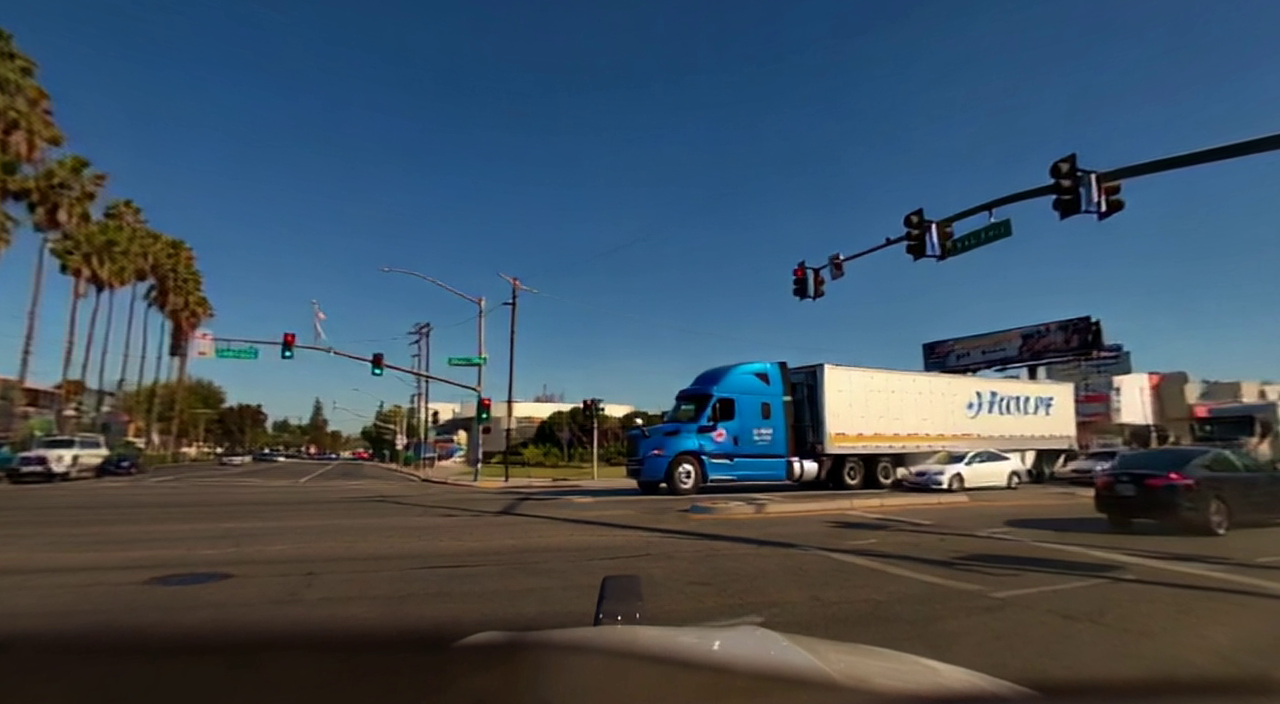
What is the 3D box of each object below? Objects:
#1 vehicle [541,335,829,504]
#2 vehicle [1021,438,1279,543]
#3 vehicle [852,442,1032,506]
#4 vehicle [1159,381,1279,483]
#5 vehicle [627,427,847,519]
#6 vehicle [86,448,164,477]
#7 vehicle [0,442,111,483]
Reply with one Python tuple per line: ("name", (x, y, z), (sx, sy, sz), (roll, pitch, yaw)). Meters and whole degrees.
("vehicle", (1.443, 2.172, 19.330), (8.167, 4.352, 3.029), (4, -9, -24))
("vehicle", (9.434, 2.301, 11.079), (5.114, 1.492, 2.040), (4, -9, -23))
("vehicle", (9.028, 3.578, 18.929), (4.958, 1.510, 1.949), (1, -10, -24))
("vehicle", (24.623, 3.371, 26.379), (3.372, 3.903, 3.027), (4, -10, -23))
("vehicle", (2.480, 3.018, 16.274), (5.079, 1.893, 2.200), (1, -10, -25))
("vehicle", (-30.175, 6.446, 37.237), (1.834, 1.521, 4.970), (3, -9, -19))
("vehicle", (-27.166, 5.079, 29.523), (2.028, 1.744, 4.876), (3, -9, -19))
